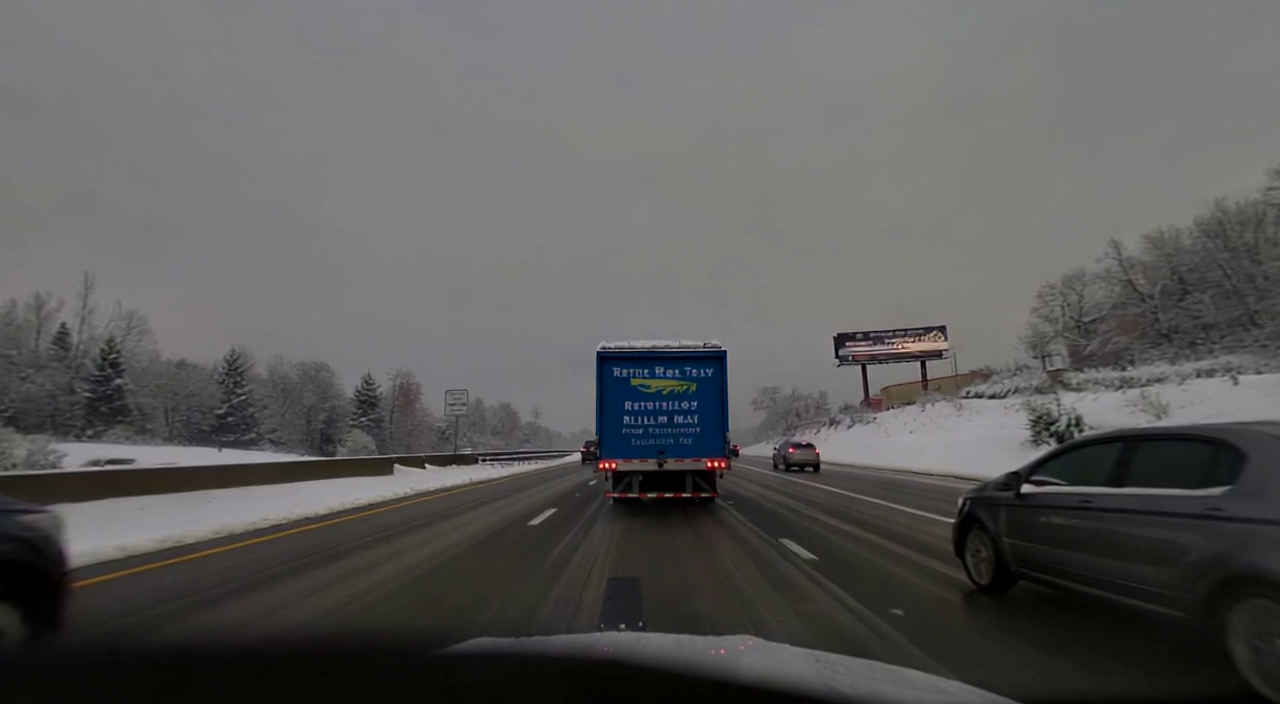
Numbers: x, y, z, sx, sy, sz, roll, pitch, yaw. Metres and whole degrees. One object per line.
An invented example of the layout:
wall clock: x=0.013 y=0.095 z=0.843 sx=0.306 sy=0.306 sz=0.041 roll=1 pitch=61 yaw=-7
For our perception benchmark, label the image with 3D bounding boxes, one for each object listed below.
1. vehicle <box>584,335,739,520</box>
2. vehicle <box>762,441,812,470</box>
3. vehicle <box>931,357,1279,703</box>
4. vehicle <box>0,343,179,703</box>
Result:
vehicle: x=0.574 y=1.951 z=15.637 sx=2.733 sy=3.296 sz=8.571 roll=-1 pitch=-8 yaw=3
vehicle: x=8.102 y=5.707 z=35.022 sx=1.931 sy=1.495 sz=3.889 roll=0 pitch=-8 yaw=1
vehicle: x=3.851 y=1.033 z=3.877 sx=2.066 sy=1.692 sz=4.339 roll=0 pitch=-8 yaw=1
vehicle: x=-3.799 y=0.663 z=1.403 sx=2.030 sy=1.757 sz=4.509 roll=0 pitch=-8 yaw=1
